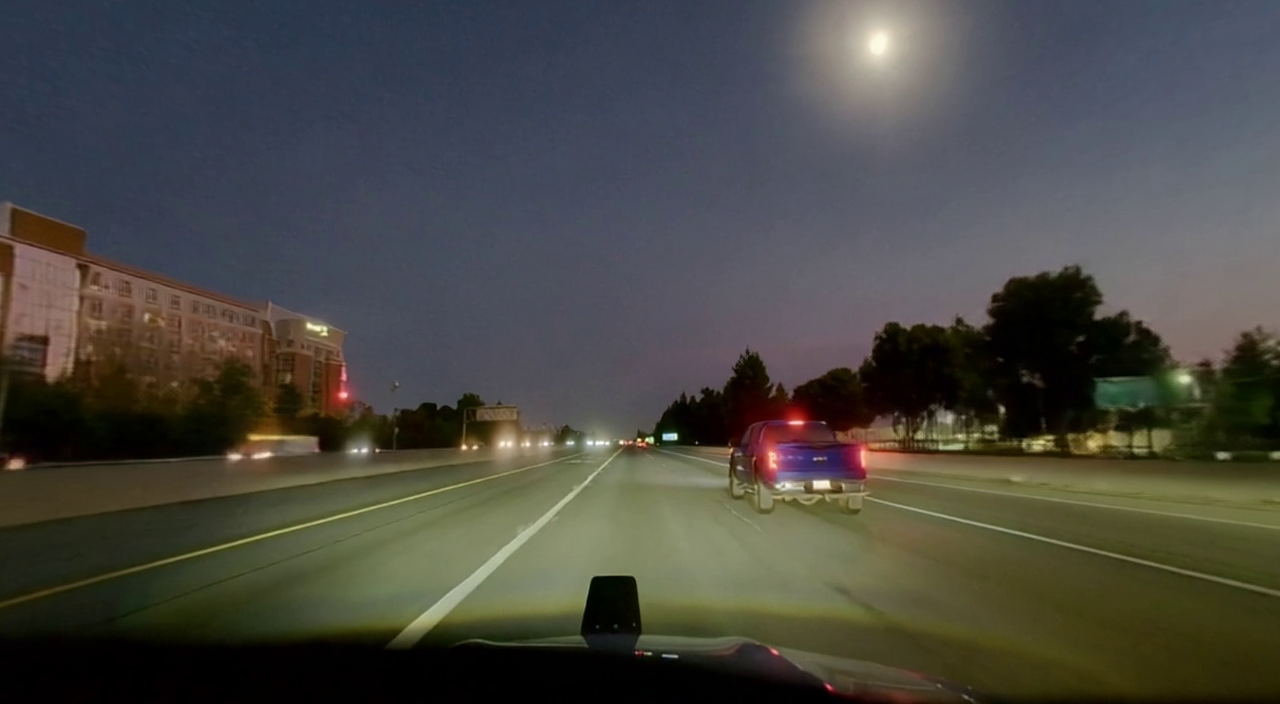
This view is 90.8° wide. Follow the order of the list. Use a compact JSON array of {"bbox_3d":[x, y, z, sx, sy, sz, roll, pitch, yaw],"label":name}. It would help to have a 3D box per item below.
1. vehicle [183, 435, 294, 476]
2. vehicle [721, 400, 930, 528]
[{"bbox_3d":[-19.149,4.968,30.501,2.101,1.768,4.942,0,-9,0],"label":"vehicle"},{"bbox_3d":[3.197,2.092,12.273,2.462,1.984,4.718,0,-9,-2],"label":"vehicle"}]
